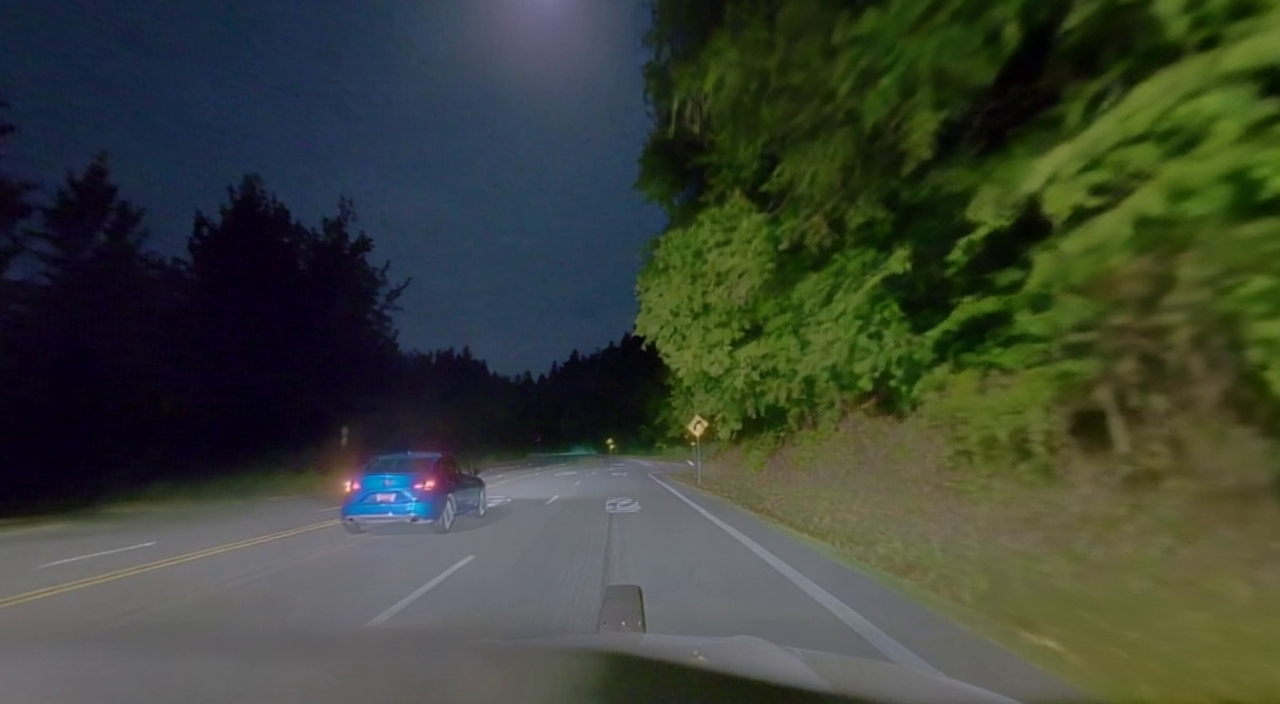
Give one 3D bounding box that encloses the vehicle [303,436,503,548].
[{"bbox_3d":[-3.903,2.370,11.257,2.078,1.607,3.959,0,-9,-1],"label":"vehicle"}]
